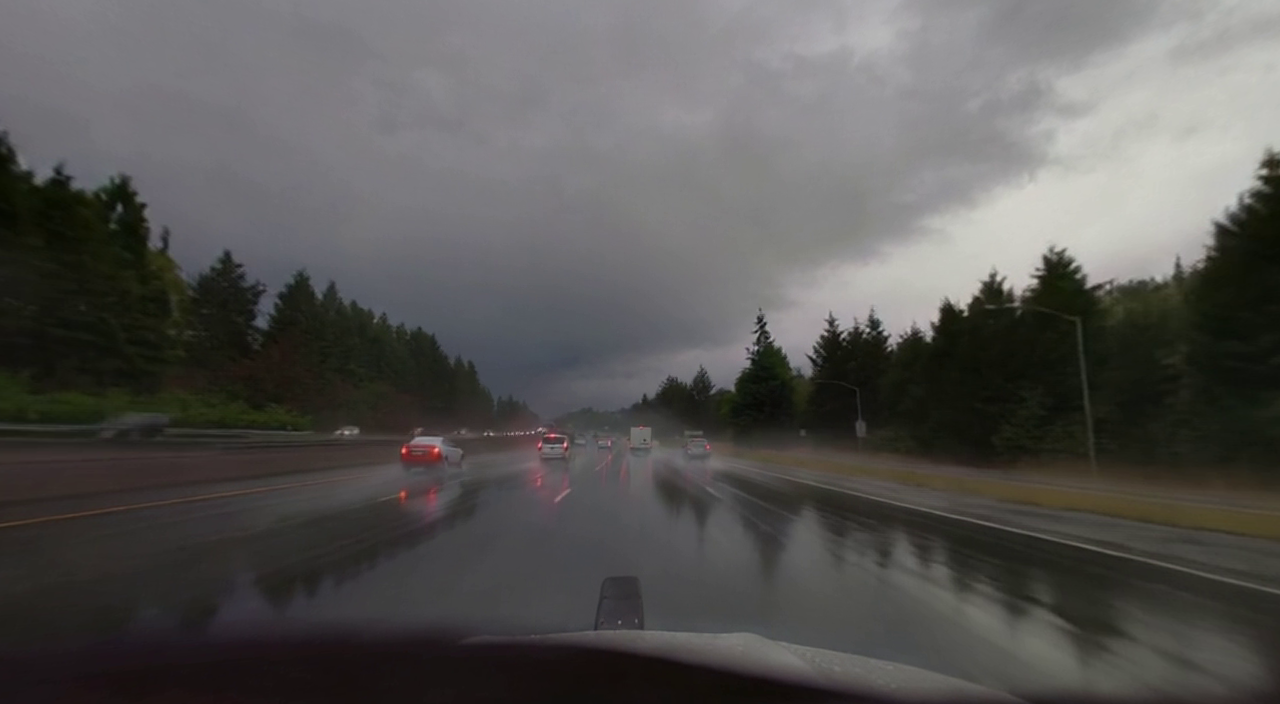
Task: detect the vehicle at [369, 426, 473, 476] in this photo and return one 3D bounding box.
[{"bbox_3d":[-8.149,3.759,23.991,2.237,1.703,4.681,0,-9,1],"label":"vehicle"}]

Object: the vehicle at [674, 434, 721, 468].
[{"bbox_3d":[3.015,5.275,33.755,2.053,1.698,4.097,0,-9,-1],"label":"vehicle"}]

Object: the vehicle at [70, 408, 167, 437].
[{"bbox_3d":[-29.044,4.009,35.201,1.859,1.448,4.027,-1,-8,2],"label":"vehicle"}]

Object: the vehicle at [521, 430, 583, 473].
[{"bbox_3d":[-3.655,4.244,27.031,2.002,1.680,4.301,0,-9,1],"label":"vehicle"}]
